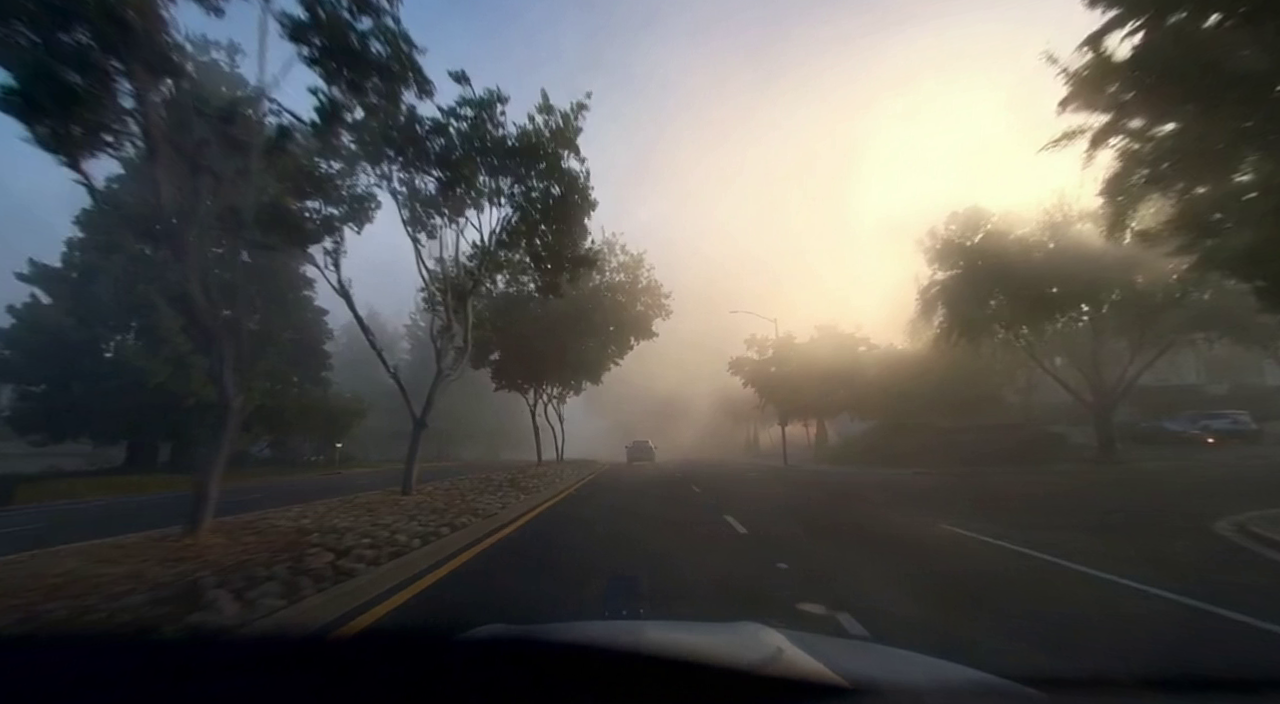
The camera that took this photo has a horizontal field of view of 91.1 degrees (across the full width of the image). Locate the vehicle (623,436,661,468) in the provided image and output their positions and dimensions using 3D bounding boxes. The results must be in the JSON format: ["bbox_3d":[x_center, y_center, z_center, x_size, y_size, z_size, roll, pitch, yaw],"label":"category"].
[{"bbox_3d":[0.063,5.988,37.706,2.165,1.783,4.391,0,-9,-2],"label":"vehicle"}]

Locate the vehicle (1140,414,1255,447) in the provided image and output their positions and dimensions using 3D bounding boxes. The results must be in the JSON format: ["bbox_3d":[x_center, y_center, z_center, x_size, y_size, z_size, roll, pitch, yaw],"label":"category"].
[{"bbox_3d":[28.549,4.084,32.324,1.922,1.590,4.106,1,-9,-5],"label":"vehicle"}]
